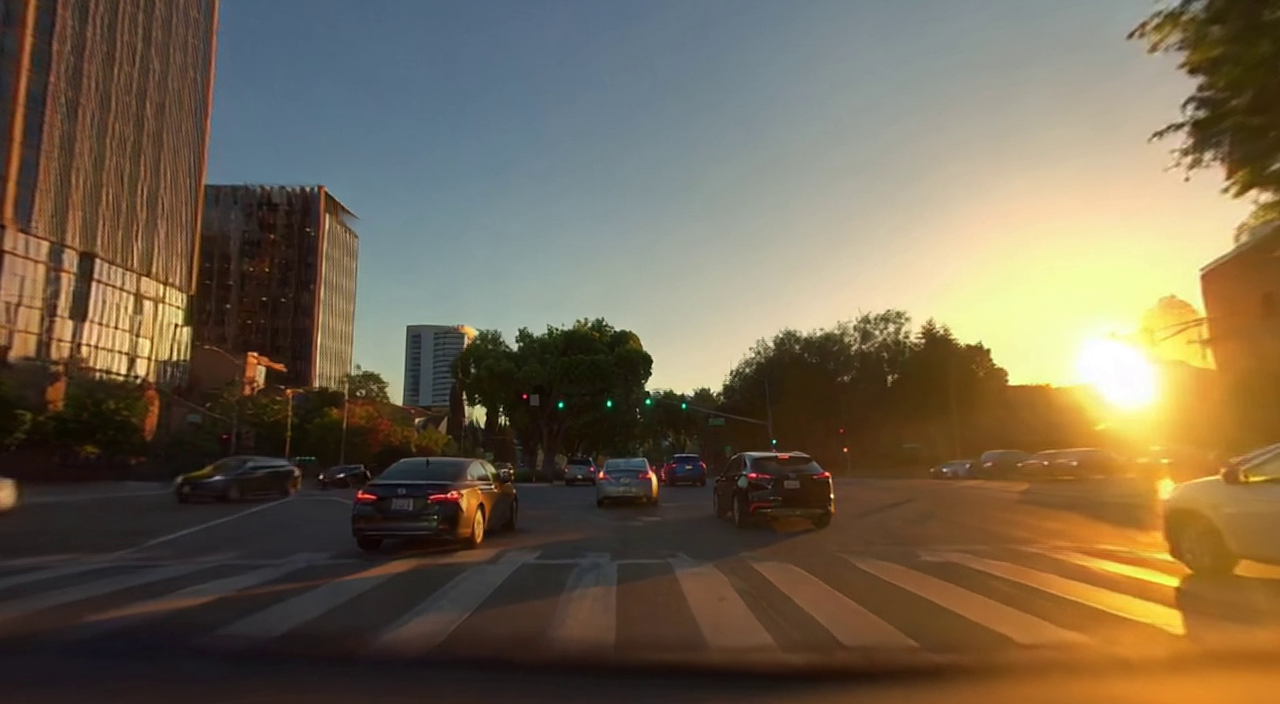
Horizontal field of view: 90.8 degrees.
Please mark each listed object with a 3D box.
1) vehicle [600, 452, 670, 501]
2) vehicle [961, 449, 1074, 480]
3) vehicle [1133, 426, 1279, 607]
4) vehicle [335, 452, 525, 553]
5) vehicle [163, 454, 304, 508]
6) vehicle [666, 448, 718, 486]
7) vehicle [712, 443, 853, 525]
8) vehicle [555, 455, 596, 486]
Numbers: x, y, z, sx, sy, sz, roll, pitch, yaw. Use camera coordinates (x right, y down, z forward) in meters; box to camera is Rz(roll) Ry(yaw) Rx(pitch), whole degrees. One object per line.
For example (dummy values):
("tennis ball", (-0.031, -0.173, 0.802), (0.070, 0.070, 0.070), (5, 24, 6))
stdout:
("vehicle", (-0.197, 4.073, 21.077), (2.098, 1.461, 3.958), (0, -9, -2))
("vehicle", (19.373, 5.768, 32.545), (4.620, 1.446, 1.950), (0, -9, -3))
("vehicle", (6.543, 1.281, 4.594), (1.959, 1.553, 4.809), (0, -9, -1))
("vehicle", (-3.574, 2.632, 11.810), (2.045, 1.463, 4.490), (0, -9, 0))
("vehicle", (-14.495, 4.575, 22.960), (1.970, 1.708, 4.777), (0, -9, -1))
("vehicle", (2.589, 5.886, 32.620), (2.138, 1.778, 4.422), (0, -9, -2))
("vehicle", (3.062, 2.961, 14.833), (1.996, 1.566, 4.917), (0, -9, -2))
("vehicle", (-3.855, 7.182, 38.591), (2.033, 1.714, 4.278), (-1, -9, 0))
